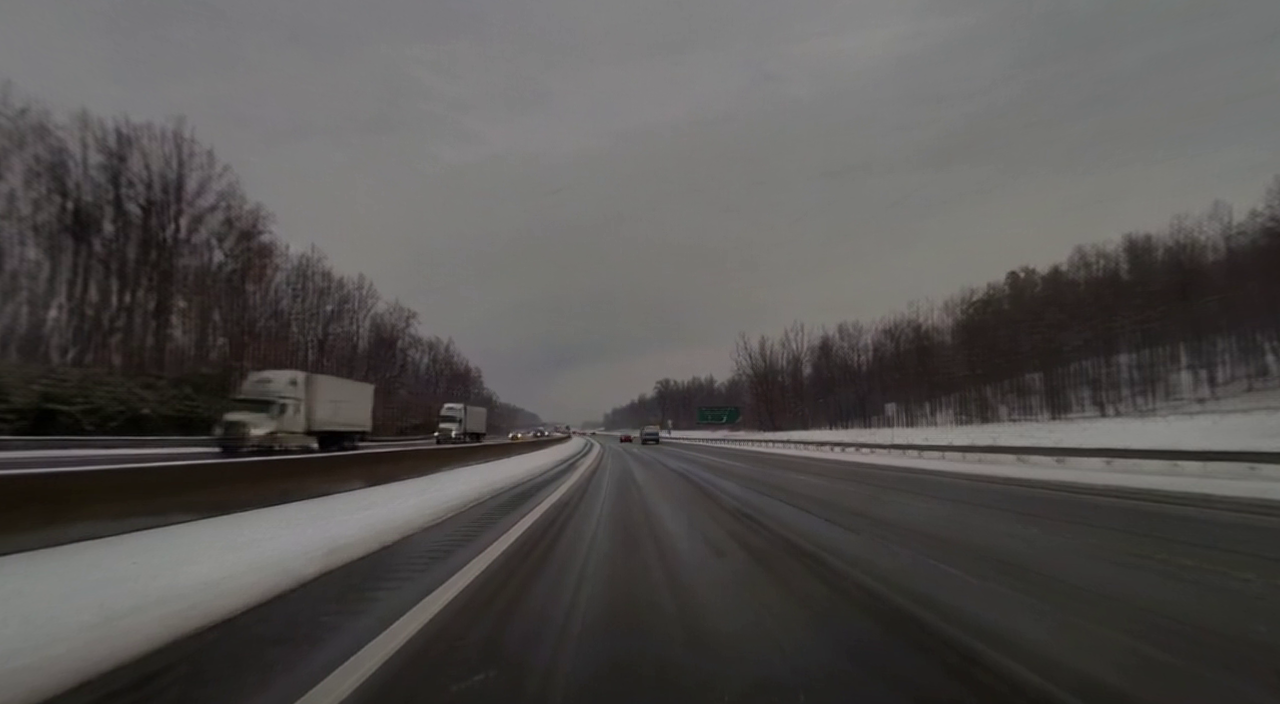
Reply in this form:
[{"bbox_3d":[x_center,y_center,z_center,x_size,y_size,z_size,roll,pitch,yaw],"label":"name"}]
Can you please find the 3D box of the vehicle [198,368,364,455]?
[{"bbox_3d":[-17.910,3.278,32.637,2.949,3.792,10.330,0,-8,-3],"label":"vehicle"}]
